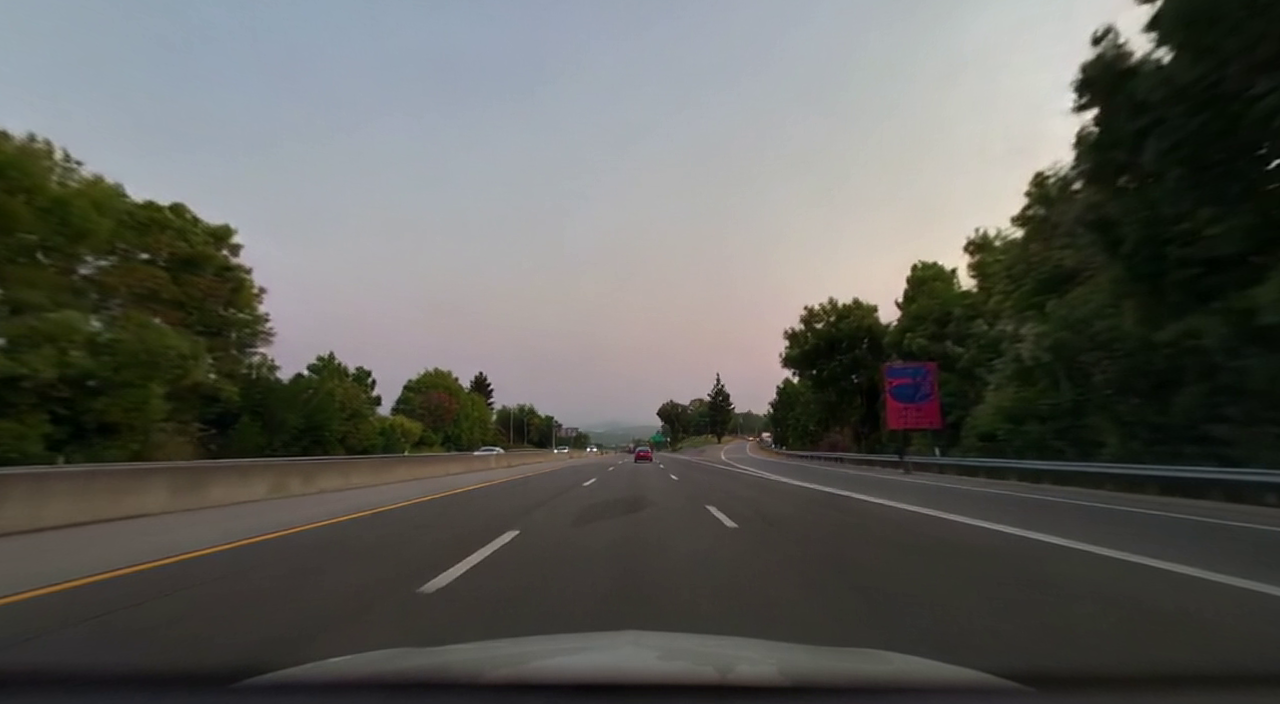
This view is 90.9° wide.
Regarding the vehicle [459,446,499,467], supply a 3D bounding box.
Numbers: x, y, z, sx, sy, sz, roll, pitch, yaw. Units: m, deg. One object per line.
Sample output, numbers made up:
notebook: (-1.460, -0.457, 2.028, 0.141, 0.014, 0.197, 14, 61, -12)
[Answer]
vehicle: (-12.421, 8.060, 48.771, 1.898, 1.514, 4.398, 0, -9, 0)
